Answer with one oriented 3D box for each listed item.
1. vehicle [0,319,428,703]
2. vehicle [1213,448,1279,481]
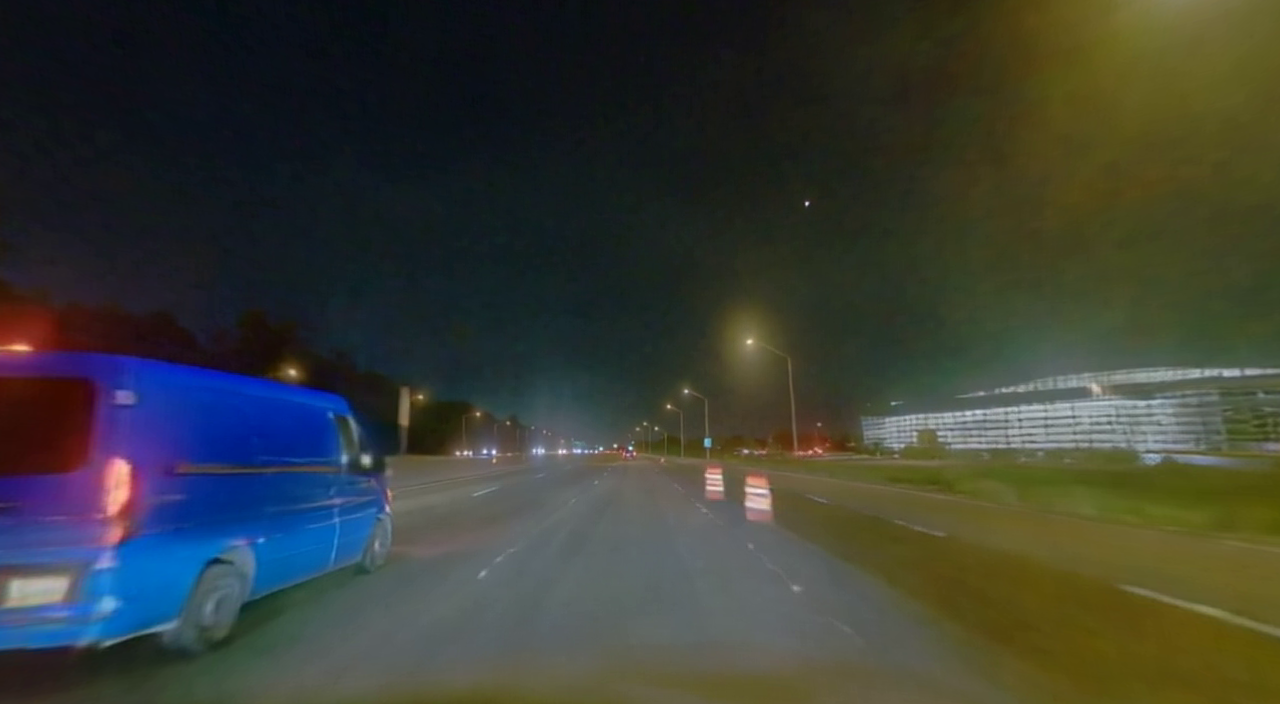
[{"bbox_3d":[-3.604,1.139,5.404,2.046,1.982,4.465,0,-9,-1],"label":"vehicle"},{"bbox_3d":[29.854,5.262,29.686,3.924,1.454,1.952,0,-8,-2],"label":"vehicle"}]
